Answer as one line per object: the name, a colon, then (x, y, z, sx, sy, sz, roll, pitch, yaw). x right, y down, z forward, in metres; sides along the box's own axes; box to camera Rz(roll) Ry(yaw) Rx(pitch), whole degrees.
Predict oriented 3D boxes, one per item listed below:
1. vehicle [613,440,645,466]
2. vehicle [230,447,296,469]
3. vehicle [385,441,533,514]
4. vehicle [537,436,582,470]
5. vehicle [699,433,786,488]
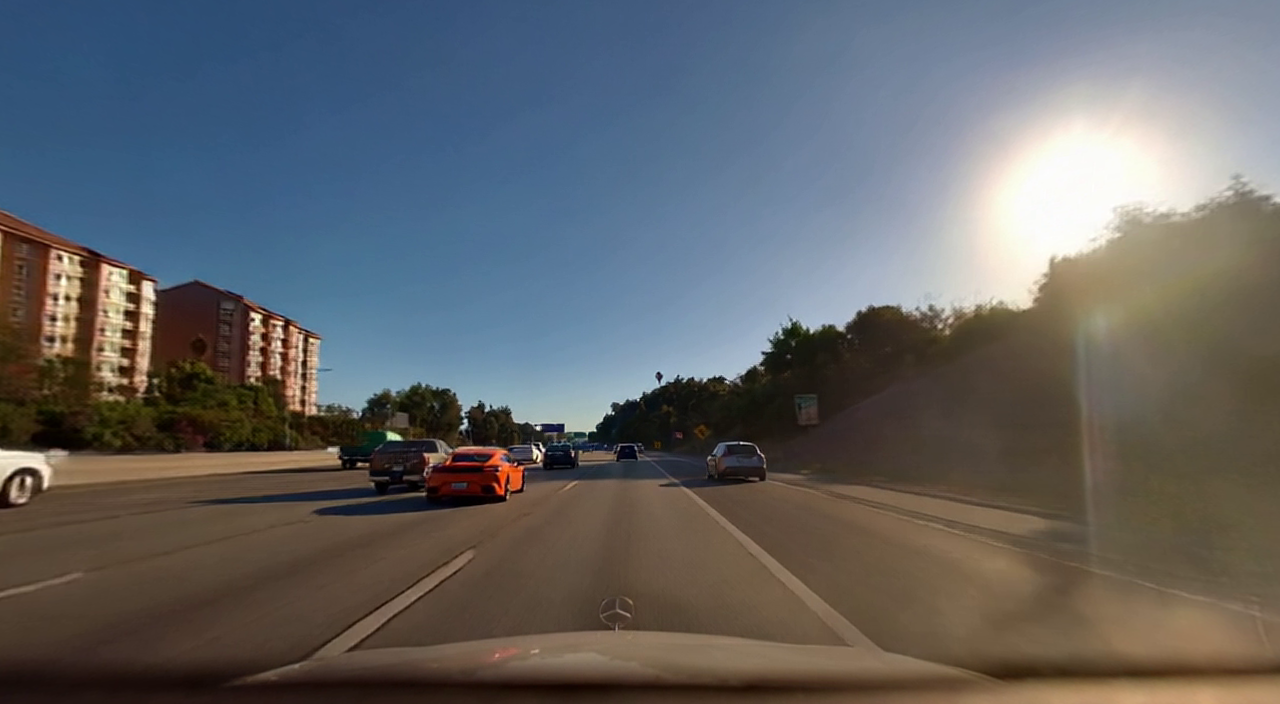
vehicle: (-0.739, 6.701, 42.177, 2.053, 1.650, 3.945, 0, -8, -1)
vehicle: (-26.264, 7.392, 44.246, 1.816, 1.457, 4.598, 0, -8, 0)
vehicle: (-3.958, 2.810, 14.732, 2.124, 1.426, 4.444, 0, -8, 0)
vehicle: (-4.545, 5.801, 36.427, 2.044, 1.774, 4.329, 0, -8, -1)
vehicle: (3.334, 3.628, 21.516, 2.061, 1.658, 4.417, 0, -8, -2)
